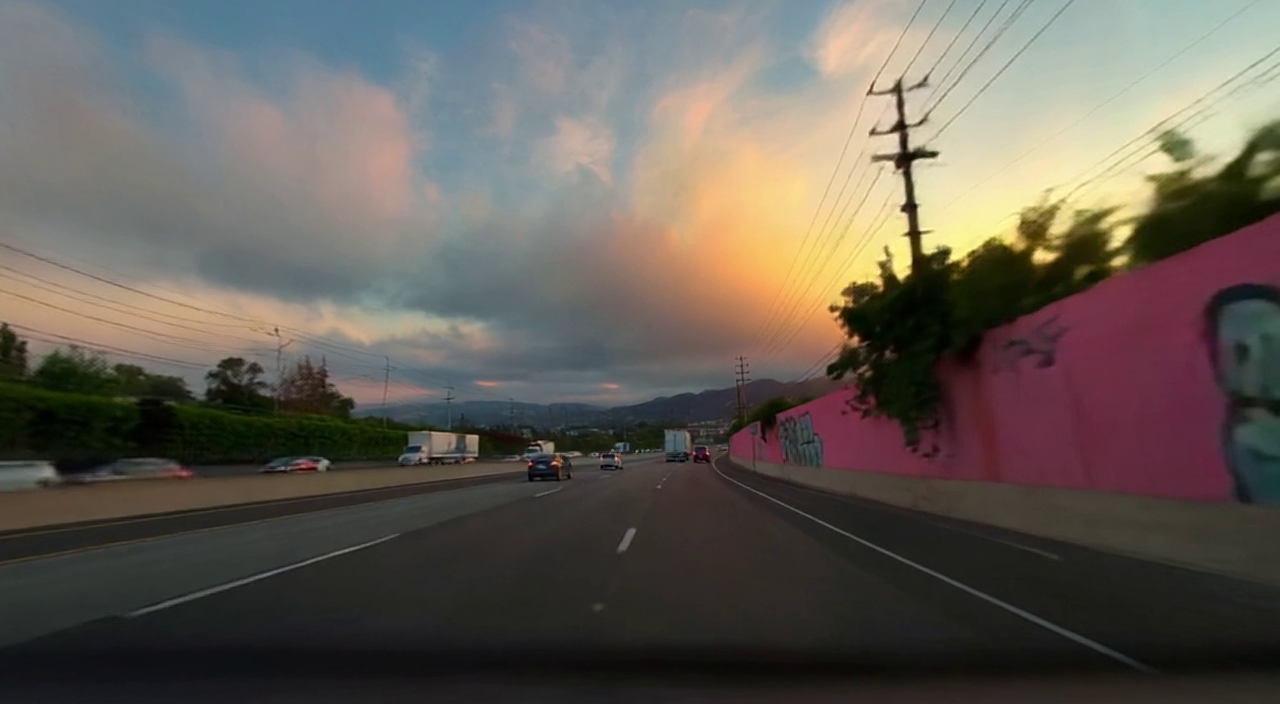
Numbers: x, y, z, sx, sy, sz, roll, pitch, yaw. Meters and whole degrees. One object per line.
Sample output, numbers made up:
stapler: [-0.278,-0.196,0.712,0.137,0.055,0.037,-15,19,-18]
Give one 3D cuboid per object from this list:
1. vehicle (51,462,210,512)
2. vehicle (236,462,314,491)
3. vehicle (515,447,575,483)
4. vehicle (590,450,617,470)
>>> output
vehicle: [-17.013,4.498,21.348,1.840,1.431,4.016,-1,-9,3]
vehicle: [-20.420,6.952,35.428,1.805,1.424,3.934,-1,-9,4]
vehicle: [-4.343,5.252,29.497,1.966,1.565,3.766,-1,-9,4]
vehicle: [-2.821,8.487,49.455,1.708,1.489,2.840,-1,-9,5]
